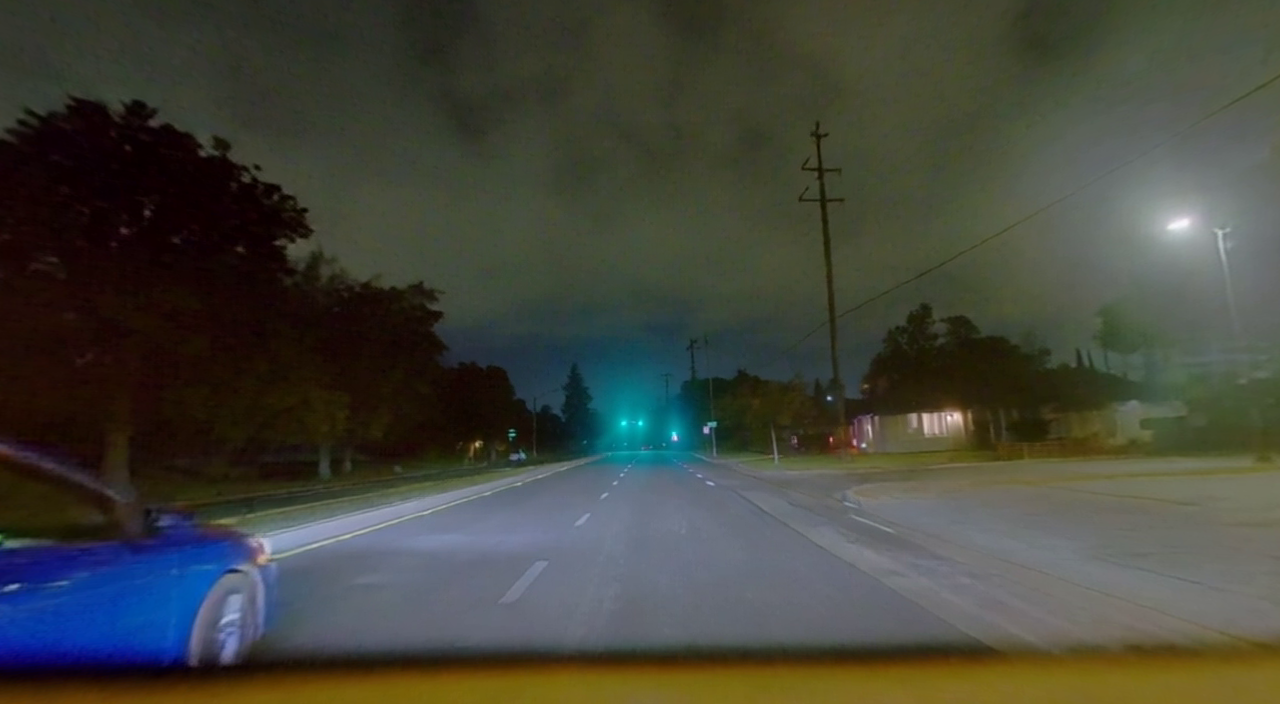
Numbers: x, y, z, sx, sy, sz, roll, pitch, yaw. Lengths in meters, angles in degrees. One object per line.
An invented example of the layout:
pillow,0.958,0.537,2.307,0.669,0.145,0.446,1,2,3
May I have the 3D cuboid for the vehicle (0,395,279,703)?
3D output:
vehicle,-3.060,0.797,1.350,2.113,1.493,4.222,0,-9,-1
